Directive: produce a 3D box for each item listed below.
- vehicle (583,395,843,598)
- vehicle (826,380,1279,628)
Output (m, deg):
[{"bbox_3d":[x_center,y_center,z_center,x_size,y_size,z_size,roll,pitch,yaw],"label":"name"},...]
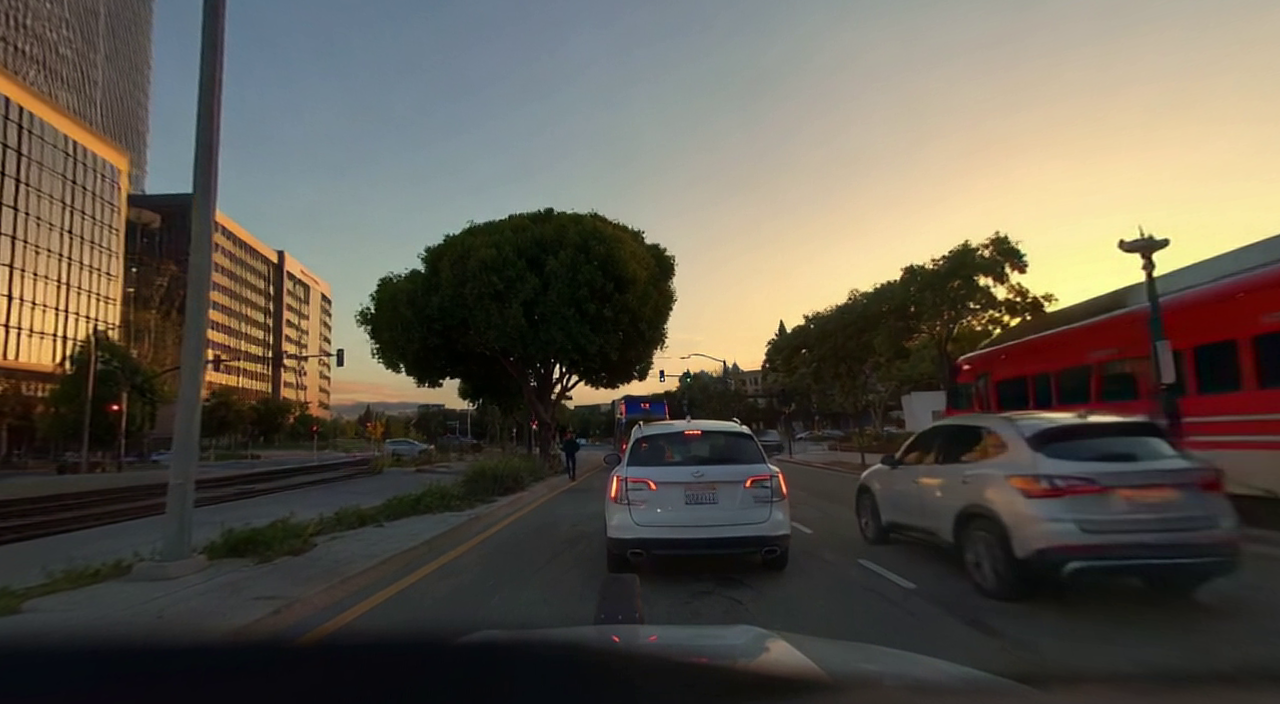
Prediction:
[{"bbox_3d":[0.505,1.515,7.405,2.190,1.684,4.084,0,-9,-3],"label":"vehicle"},{"bbox_3d":[3.868,1.400,6.782,2.212,1.709,4.715,0,-9,-1],"label":"vehicle"}]
